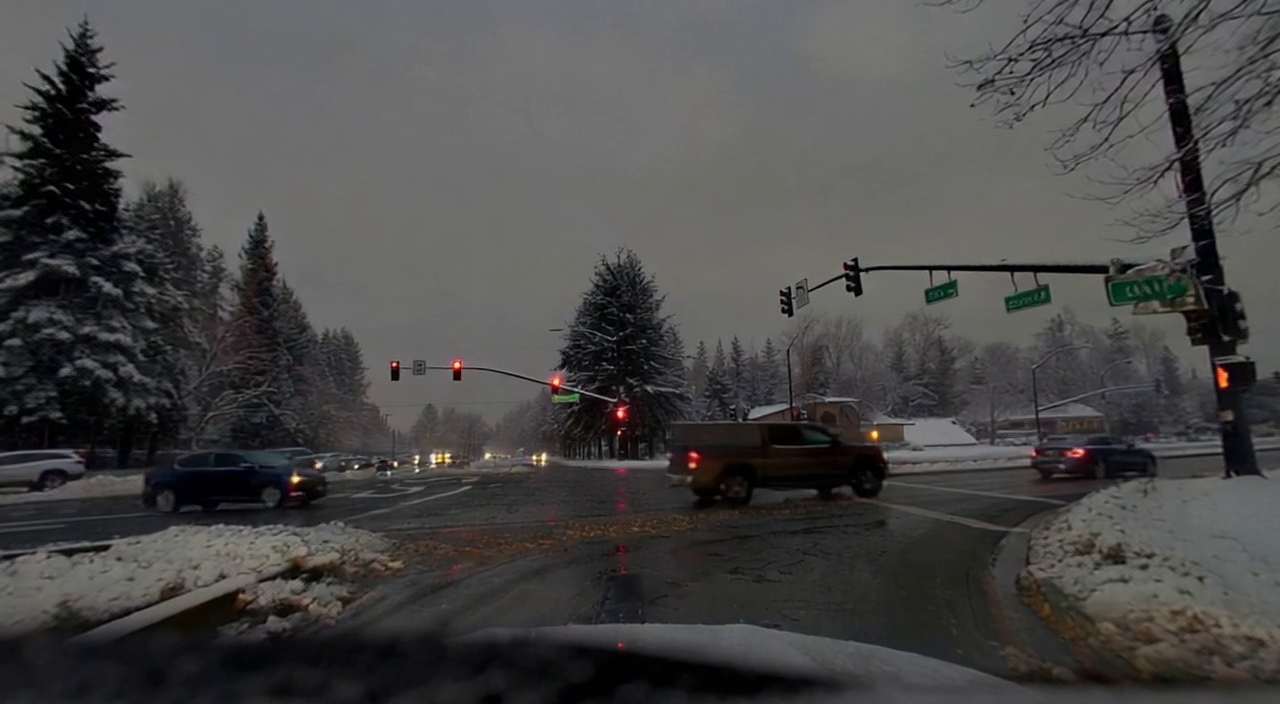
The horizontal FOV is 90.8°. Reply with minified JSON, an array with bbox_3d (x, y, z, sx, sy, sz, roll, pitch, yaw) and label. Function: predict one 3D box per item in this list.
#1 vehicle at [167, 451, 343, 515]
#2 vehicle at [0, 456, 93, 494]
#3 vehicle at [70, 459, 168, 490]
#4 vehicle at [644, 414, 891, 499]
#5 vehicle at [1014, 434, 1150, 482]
[{"bbox_3d":[-10.357,3.400,16.930,4.702,1.468,1.999,-6,-10,31],"label":"vehicle"},{"bbox_3d":[-31.174,6.292,32.600,2.142,1.723,4.692,1,-9,-9],"label":"vehicle"},{"bbox_3d":[-28.377,6.656,34.633,1.965,1.448,4.553,1,-9,-9],"label":"vehicle"},{"bbox_3d":[3.272,2.702,16.600,5.896,1.937,2.358,2,-9,-17],"label":"vehicle"},{"bbox_3d":[15.092,3.568,21.503,4.728,1.471,1.957,5,-10,-31],"label":"vehicle"}]
